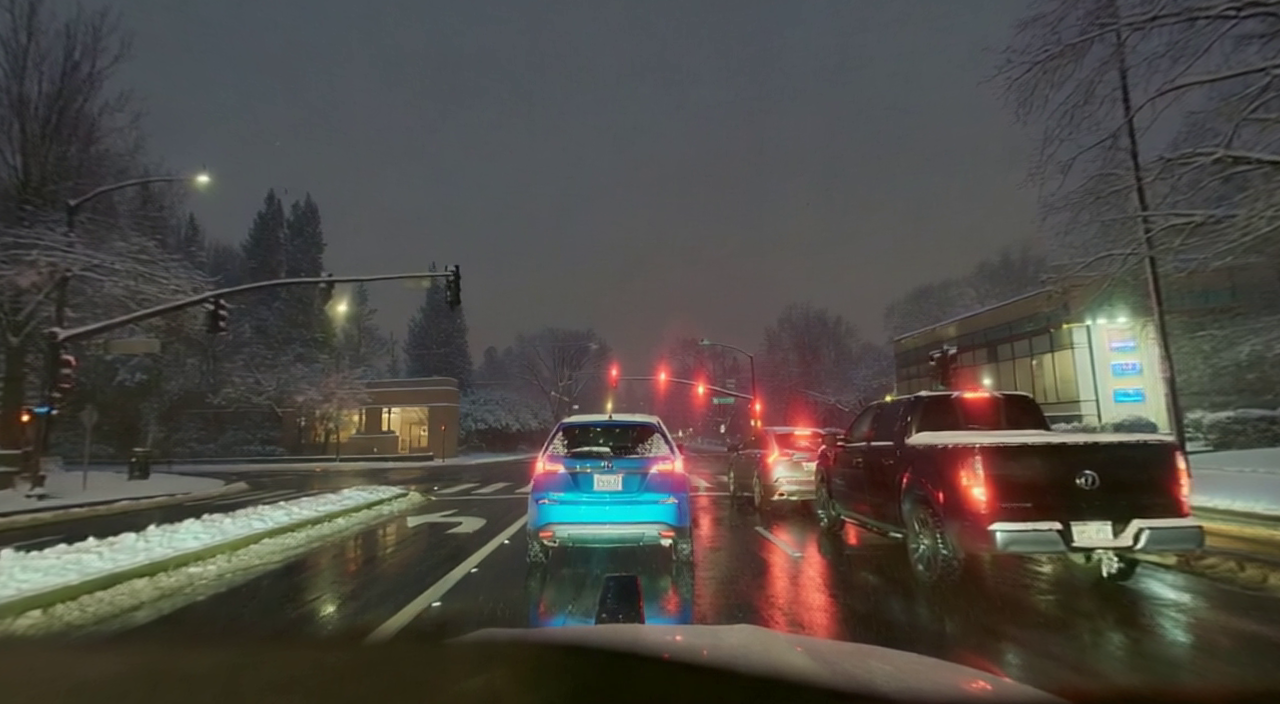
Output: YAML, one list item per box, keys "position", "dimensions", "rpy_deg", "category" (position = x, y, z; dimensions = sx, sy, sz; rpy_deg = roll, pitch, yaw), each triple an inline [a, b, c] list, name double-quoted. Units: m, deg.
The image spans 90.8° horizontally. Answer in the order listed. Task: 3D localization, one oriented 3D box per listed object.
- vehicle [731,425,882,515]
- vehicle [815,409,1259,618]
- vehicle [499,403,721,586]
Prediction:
- position: [3.367, 2.480, 13.798]
  dimensions: [2.031, 1.626, 4.264]
  rpy_deg: [0, -8, -2]
  category: "vehicle"
- position: [3.634, 1.554, 7.107]
  dimensions: [1.955, 1.550, 4.587]
  rpy_deg: [0, -8, -1]
  category: "vehicle"
- position: [-0.285, 1.585, 7.746]
  dimensions: [2.037, 1.674, 3.693]
  rpy_deg: [0, -8, 0]
  category: "vehicle"
